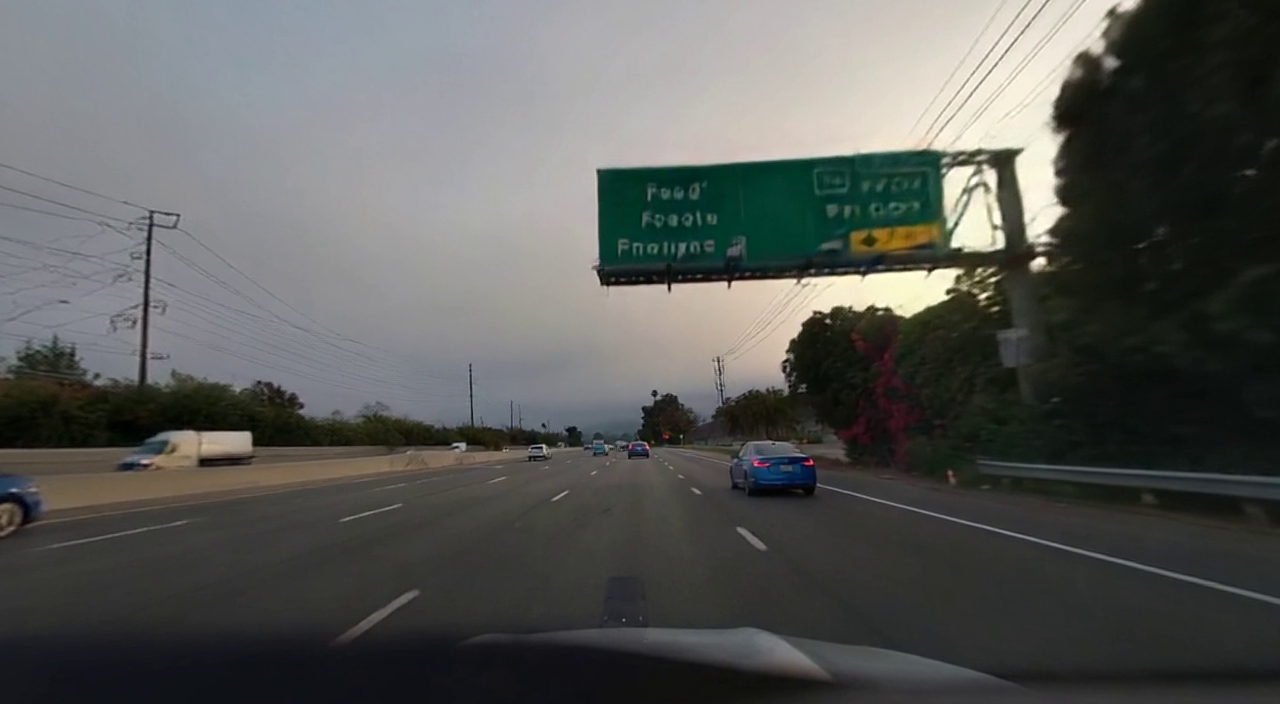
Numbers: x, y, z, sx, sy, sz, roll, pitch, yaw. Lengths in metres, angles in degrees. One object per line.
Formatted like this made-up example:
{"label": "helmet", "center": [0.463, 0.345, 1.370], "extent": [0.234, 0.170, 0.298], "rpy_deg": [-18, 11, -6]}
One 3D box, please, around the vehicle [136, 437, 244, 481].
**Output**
{"label": "vehicle", "center": [-34.347, 8.128, 48.578], "extent": [2.906, 3.015, 7.192], "rpy_deg": [-1, -8, 1]}

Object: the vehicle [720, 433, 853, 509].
{"label": "vehicle", "center": [3.285, 2.758, 15.164], "extent": [2.060, 1.526, 4.387], "rpy_deg": [0, -8, -1]}

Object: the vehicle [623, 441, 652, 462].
{"label": "vehicle", "center": [-0.172, 7.185, 45.679], "extent": [2.036, 1.474, 3.969], "rpy_deg": [0, -8, 0]}
